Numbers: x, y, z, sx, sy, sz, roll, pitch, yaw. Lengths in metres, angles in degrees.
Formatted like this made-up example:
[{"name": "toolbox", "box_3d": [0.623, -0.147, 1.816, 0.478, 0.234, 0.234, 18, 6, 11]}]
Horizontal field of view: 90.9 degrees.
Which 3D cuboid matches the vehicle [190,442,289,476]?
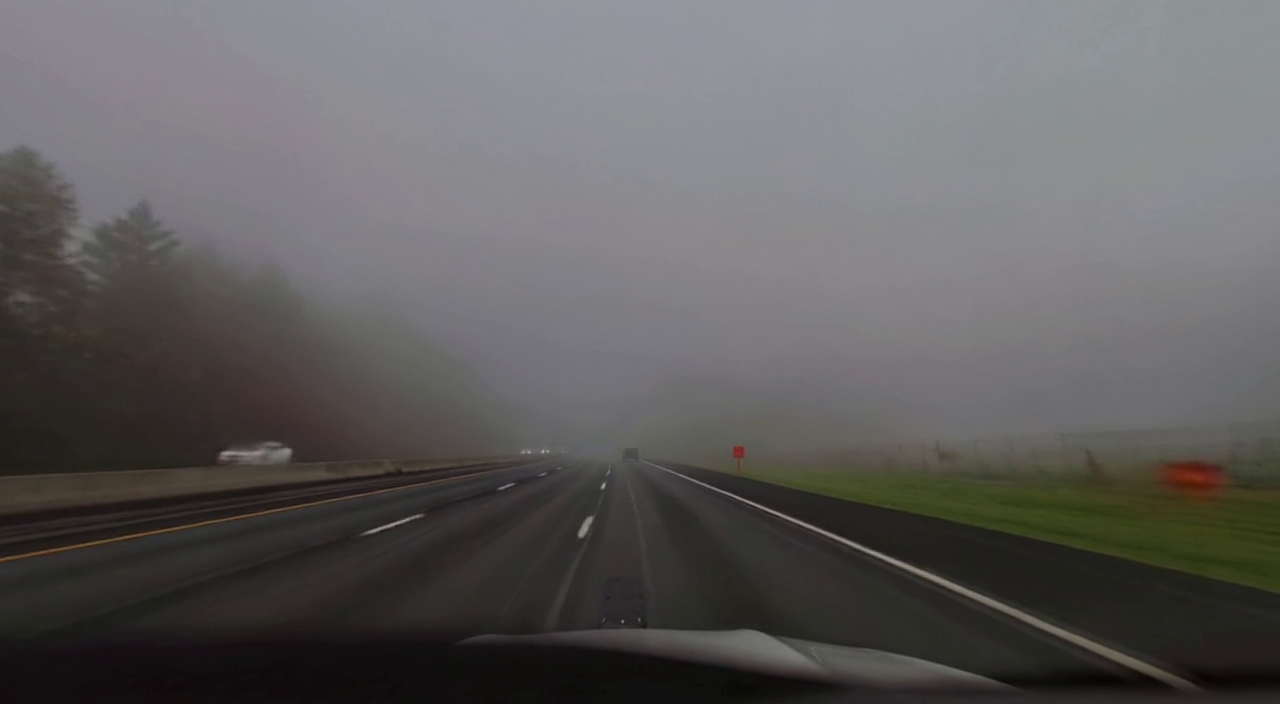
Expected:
[{"name": "vehicle", "box_3d": [-19.824, 5.334, 31.487, 1.965, 1.545, 4.703, 0, -9, -2]}]
